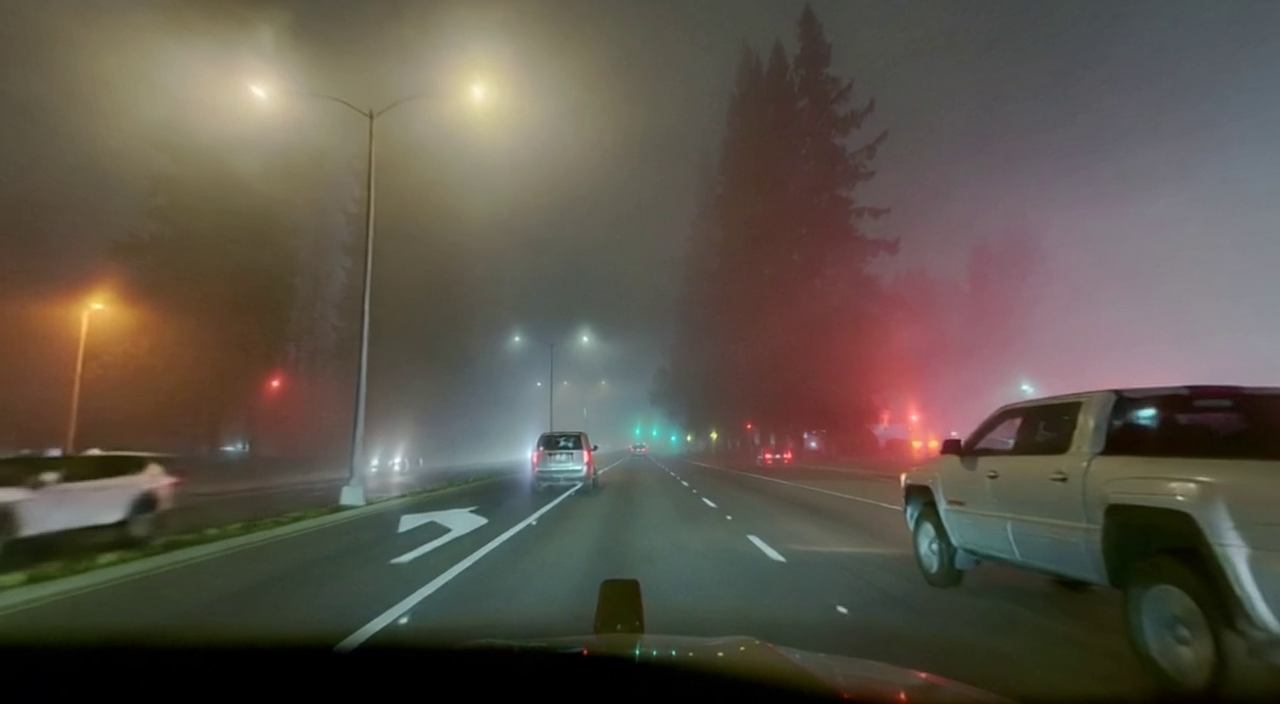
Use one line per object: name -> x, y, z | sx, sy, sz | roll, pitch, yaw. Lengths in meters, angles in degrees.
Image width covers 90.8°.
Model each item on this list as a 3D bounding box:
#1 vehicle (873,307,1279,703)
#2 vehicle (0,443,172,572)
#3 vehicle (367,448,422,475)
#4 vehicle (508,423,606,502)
vehicle -> 3.485, 0.953, 3.914 | 2.238, 1.767, 4.563 | 0, -8, -1
vehicle -> -8.884, 2.038, 8.599 | 2.001, 1.579, 3.930 | 0, -8, 0
vehicle -> -17.016, 7.592, 44.024 | 2.060, 1.769, 4.385 | 0, -8, 0
vehicle -> -2.111, 3.004, 17.644 | 2.300, 1.870, 4.936 | 0, -8, -3
